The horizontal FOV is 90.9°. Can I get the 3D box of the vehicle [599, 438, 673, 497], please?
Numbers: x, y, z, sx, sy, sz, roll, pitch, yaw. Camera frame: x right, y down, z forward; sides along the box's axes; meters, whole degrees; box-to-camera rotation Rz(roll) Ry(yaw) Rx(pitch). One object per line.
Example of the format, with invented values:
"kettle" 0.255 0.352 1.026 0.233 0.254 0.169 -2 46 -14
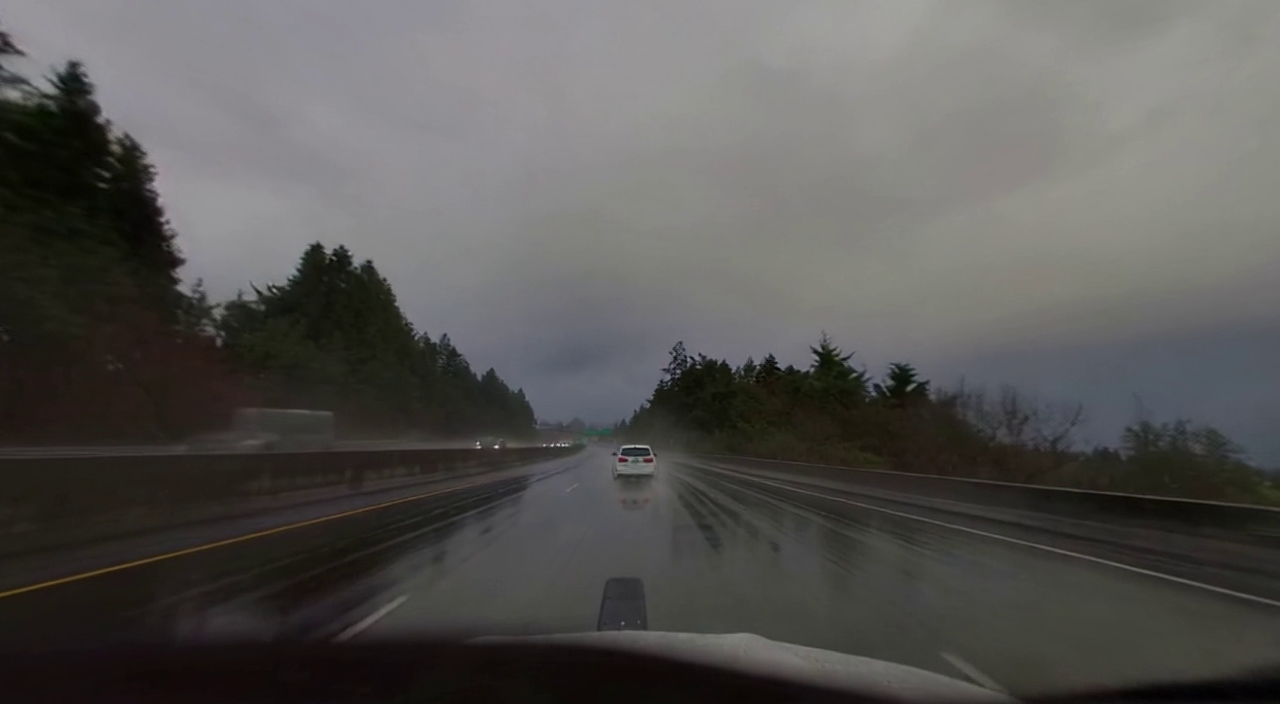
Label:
"vehicle" -0.126 3.456 19.207 2.011 1.590 3.607 0 -9 -1
